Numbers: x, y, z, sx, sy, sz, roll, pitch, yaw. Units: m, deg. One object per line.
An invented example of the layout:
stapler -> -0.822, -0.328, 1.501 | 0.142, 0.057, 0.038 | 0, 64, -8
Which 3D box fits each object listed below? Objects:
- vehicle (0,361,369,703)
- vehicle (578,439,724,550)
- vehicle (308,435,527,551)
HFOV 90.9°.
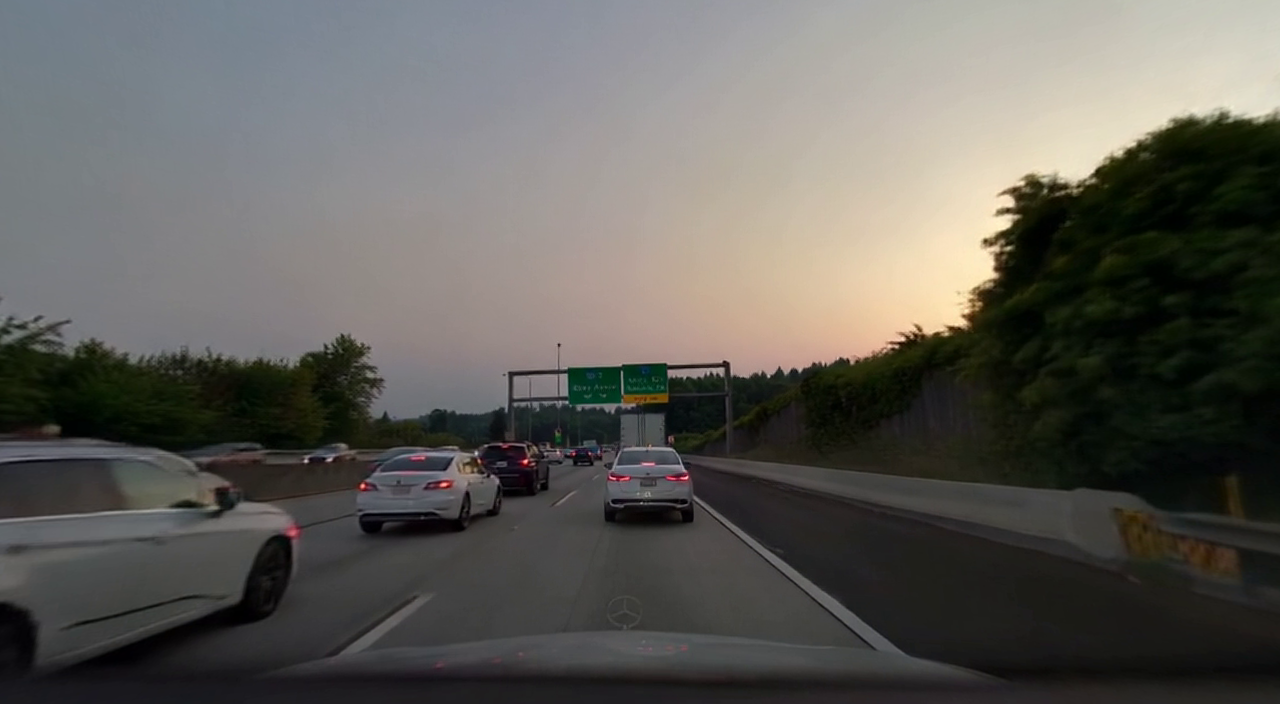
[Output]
vehicle -> -3.649, 1.057, 3.716 | 2.165, 1.638, 4.317 | 0, -9, 0
vehicle -> 0.161, 2.229, 10.395 | 1.995, 1.495, 3.380 | 0, -9, 0
vehicle -> -3.328, 2.201, 10.508 | 1.980, 1.491, 4.340 | 0, -9, 1
